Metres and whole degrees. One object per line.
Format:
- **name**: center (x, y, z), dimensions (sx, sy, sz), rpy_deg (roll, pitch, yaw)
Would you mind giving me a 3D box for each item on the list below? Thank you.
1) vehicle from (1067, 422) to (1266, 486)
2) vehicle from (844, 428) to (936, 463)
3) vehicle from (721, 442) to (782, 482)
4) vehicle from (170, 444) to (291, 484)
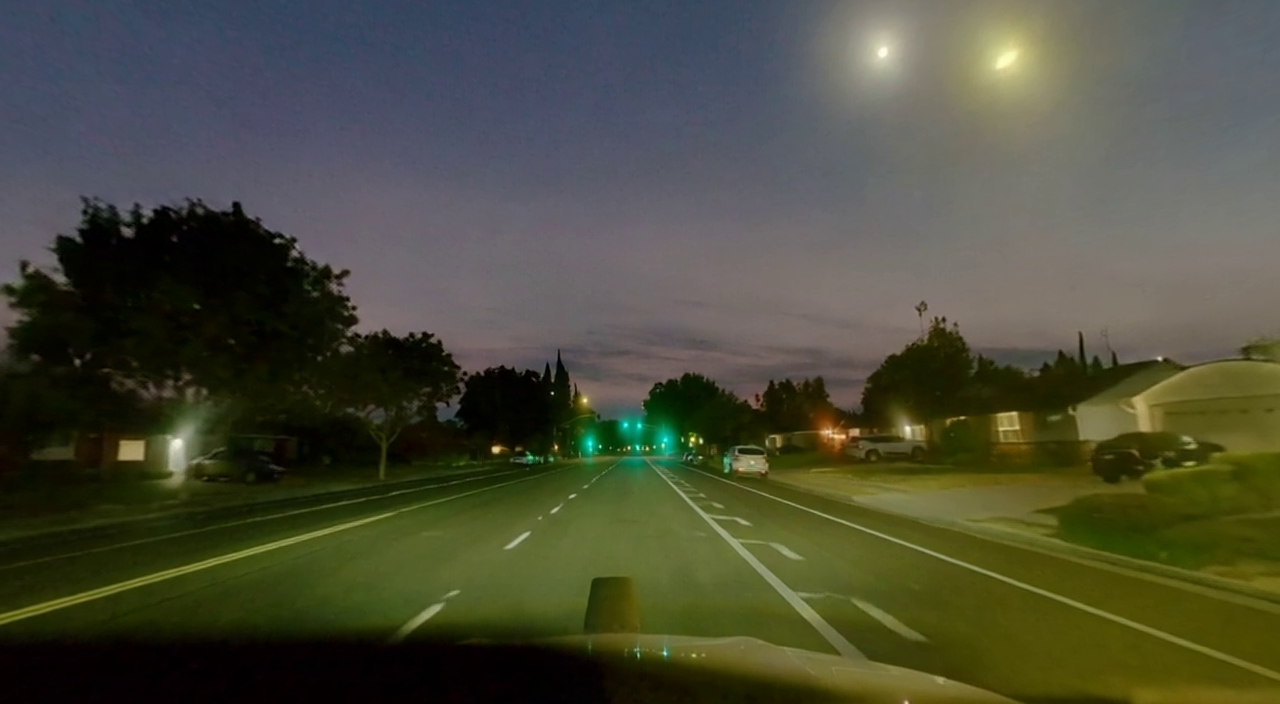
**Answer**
- **vehicle**: center (15.386, 3.002, 18.677), dimensions (4.010, 1.751, 1.922), rpy_deg (-1, -9, 3)
- **vehicle**: center (15.841, 5.983, 40.255), dimensions (4.921, 2.117, 2.249), rpy_deg (-1, -9, 2)
- **vehicle**: center (5.097, 5.084, 29.553), dimensions (2.001, 1.693, 4.311), rpy_deg (0, -9, -1)
- **vehicle**: center (-20.383, 5.583, 31.614), dimensions (4.564, 1.895, 2.221), rpy_deg (-1, -9, 6)
